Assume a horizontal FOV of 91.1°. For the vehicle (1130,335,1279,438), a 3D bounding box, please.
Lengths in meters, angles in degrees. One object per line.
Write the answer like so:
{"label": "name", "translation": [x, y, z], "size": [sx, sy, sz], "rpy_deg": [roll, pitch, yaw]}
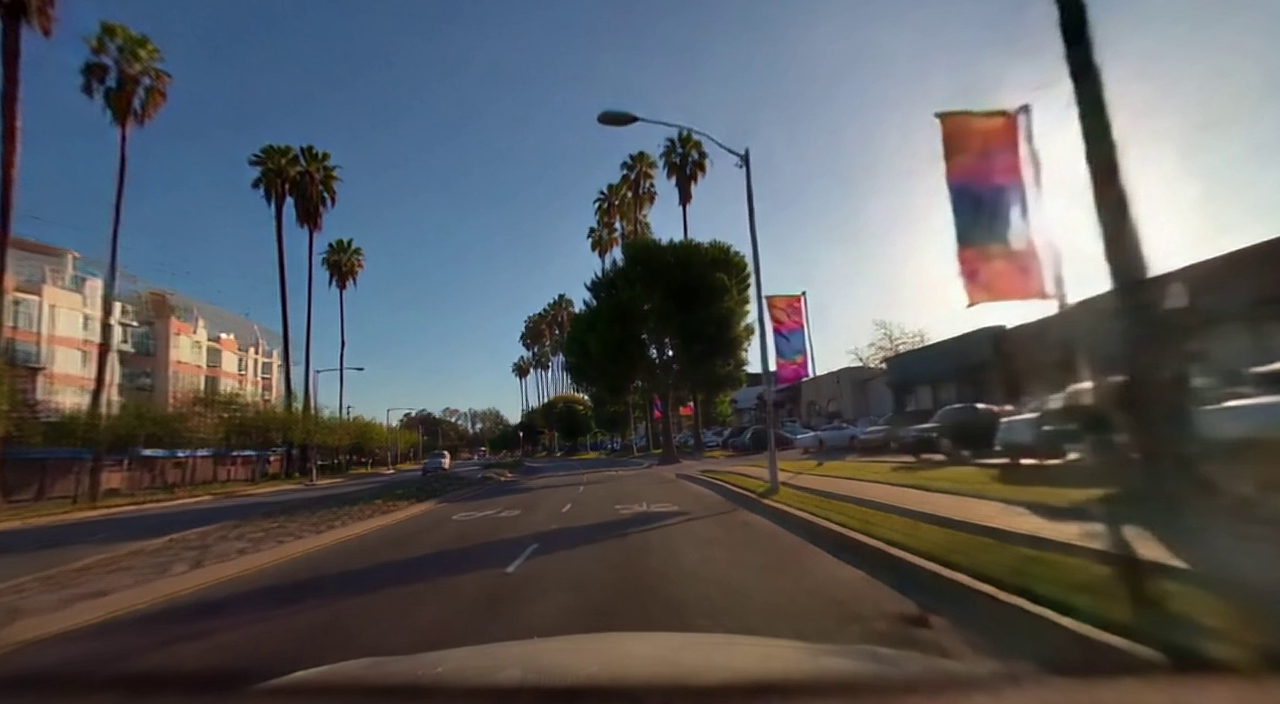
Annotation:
{"label": "vehicle", "translation": [11.526, 0.679, 11.089], "size": [3.948, 1.625, 2.089], "rpy_deg": [0, -8, 0]}

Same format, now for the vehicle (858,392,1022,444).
{"label": "vehicle", "translation": [10.323, 2.328, 21.872], "size": [4.636, 1.695, 2.025], "rpy_deg": [0, -8, -1]}
